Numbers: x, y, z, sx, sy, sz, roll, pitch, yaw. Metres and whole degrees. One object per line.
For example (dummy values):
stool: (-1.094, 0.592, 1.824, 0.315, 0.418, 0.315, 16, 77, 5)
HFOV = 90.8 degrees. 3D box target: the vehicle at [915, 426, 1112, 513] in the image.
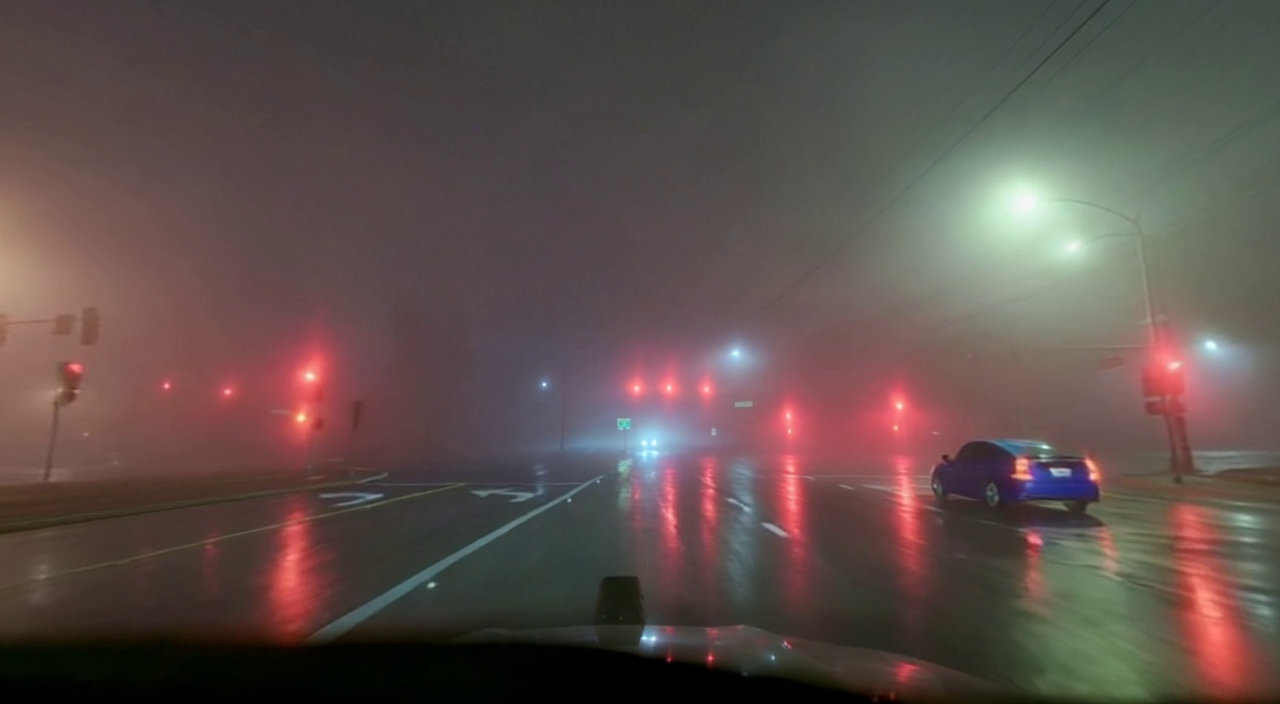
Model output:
vehicle: (7.505, 2.381, 13.196, 1.797, 1.544, 3.685, 0, -9, 0)
